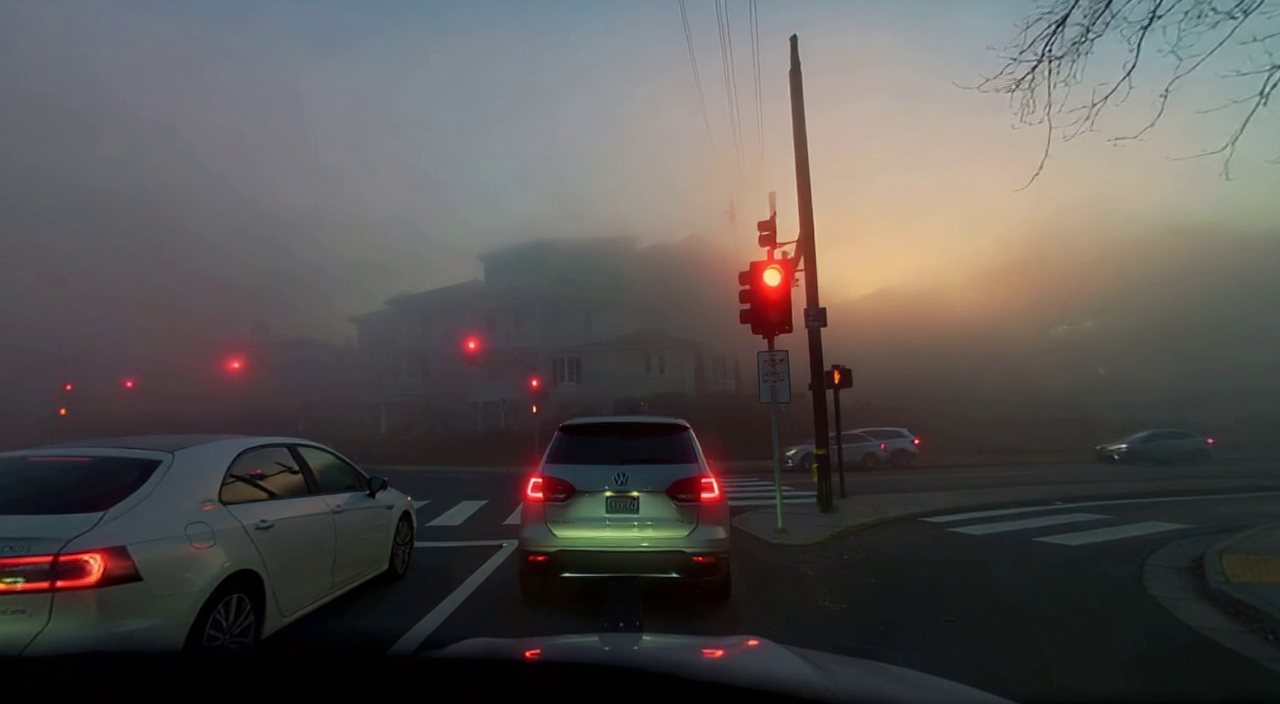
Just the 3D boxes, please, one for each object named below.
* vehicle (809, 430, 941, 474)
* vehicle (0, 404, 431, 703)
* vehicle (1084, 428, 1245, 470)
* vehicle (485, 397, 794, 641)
[{"bbox_3d":[9.930,4.281,27.098,4.887,1.769,2.035,-1,-9,6],"label":"vehicle"},{"bbox_3d":[-3.290,1.281,4.725,2.035,1.492,4.415,0,-9,-2],"label":"vehicle"},{"bbox_3d":[21.339,3.961,25.881,4.670,1.616,1.926,-1,-9,6],"label":"vehicle"},{"bbox_3d":[-0.143,1.468,6.563,2.154,1.670,4.140,1,-9,-4],"label":"vehicle"}]
